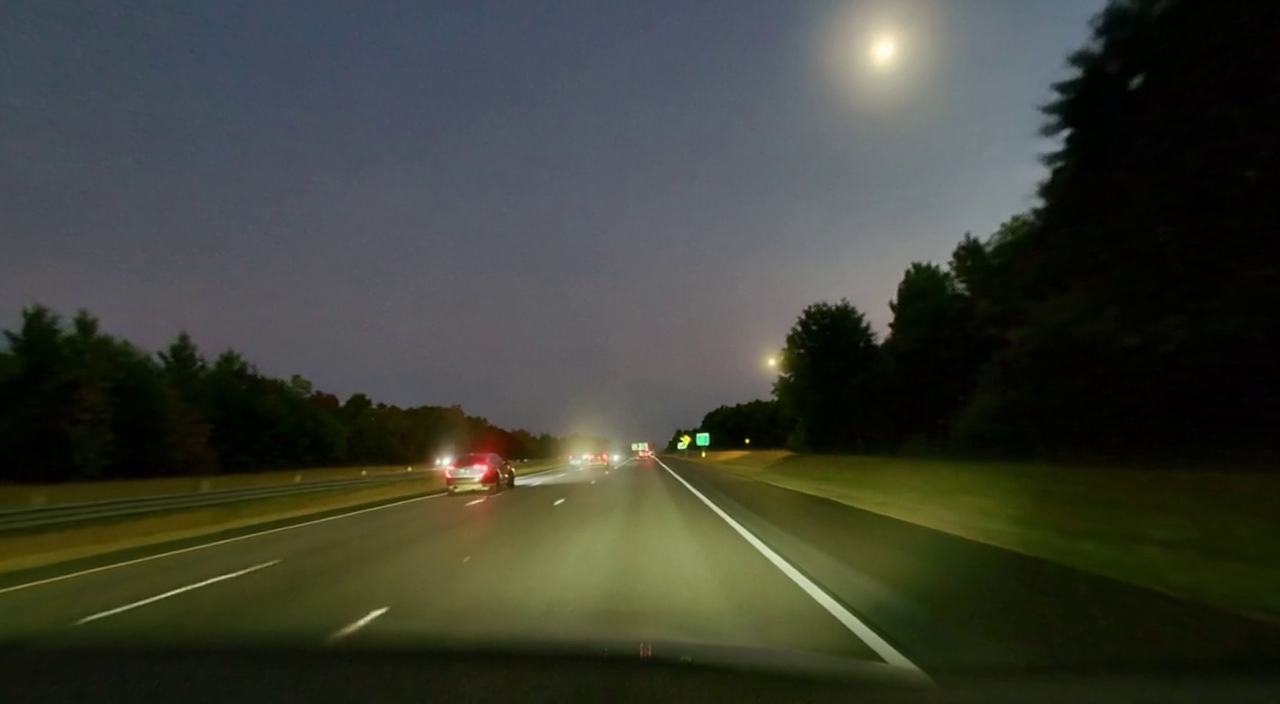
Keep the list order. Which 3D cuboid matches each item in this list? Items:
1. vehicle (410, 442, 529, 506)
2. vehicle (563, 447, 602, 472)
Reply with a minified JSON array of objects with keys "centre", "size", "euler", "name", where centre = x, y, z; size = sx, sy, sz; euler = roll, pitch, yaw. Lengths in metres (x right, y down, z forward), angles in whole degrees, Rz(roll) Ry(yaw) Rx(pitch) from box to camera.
[{"centre":[-4.518,3.294,17.489],"size":[1.975,1.501,4.603],"euler":[0,-9,1],"name":"vehicle"},{"centre":[-3.522,6.686,39.368],"size":[2.005,1.474,3.921],"euler":[0,-9,1],"name":"vehicle"}]
